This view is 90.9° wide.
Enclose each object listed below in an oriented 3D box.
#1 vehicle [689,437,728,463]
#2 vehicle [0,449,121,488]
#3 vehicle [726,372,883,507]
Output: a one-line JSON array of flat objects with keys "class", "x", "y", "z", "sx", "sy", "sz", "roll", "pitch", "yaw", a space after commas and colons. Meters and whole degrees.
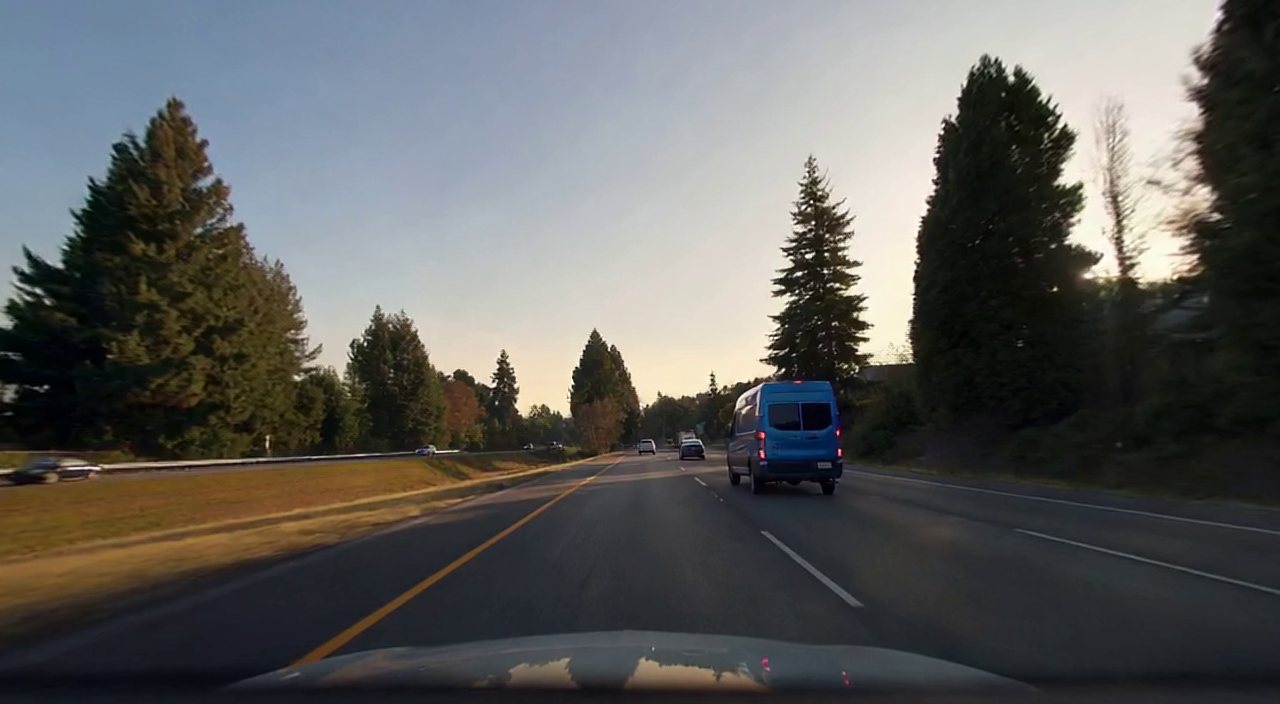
[{"class": "vehicle", "x": 4.467, "y": 6.467, "z": 41.709, "sx": 2.034, "sy": 1.651, "sz": 4.342, "roll": 0, "pitch": -8, "yaw": 0}, {"class": "vehicle", "x": -24.520, "y": 4.792, "z": 26.389, "sx": 1.778, "sy": 1.443, "sz": 4.405, "roll": 0, "pitch": -8, "yaw": 0}, {"class": "vehicle", "x": 3.672, "y": 2.168, "z": 15.558, "sx": 2.302, "sy": 2.670, "sz": 5.912, "roll": 0, "pitch": -8, "yaw": 1}]
